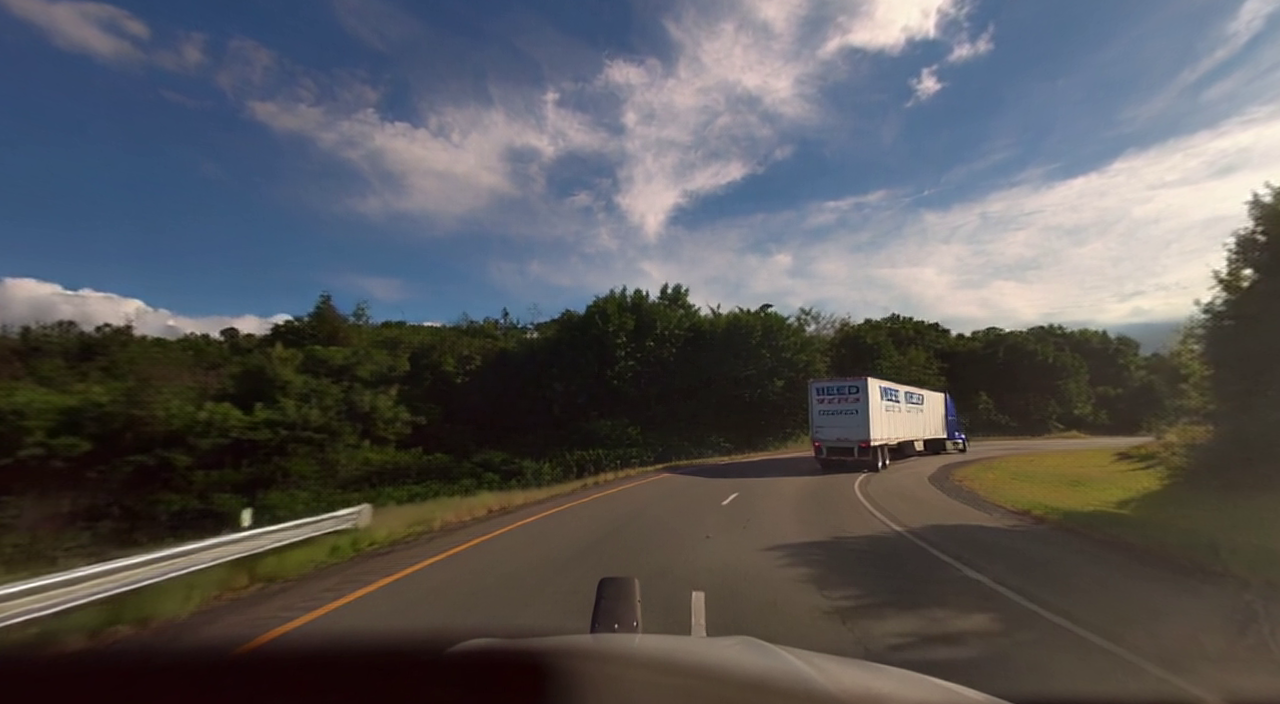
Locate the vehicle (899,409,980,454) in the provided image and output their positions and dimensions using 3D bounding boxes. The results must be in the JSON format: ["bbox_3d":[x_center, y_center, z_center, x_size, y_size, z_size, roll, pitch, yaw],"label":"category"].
[{"bbox_3d":[18.587,4.931,38.824,6.650,2.524,2.120,7,-10,-42],"label":"vehicle"}]

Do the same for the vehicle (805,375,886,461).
[{"bbox_3d":[9.775,3.160,29.780,2.963,3.771,3.137,-4,-9,28],"label":"vehicle"}]
